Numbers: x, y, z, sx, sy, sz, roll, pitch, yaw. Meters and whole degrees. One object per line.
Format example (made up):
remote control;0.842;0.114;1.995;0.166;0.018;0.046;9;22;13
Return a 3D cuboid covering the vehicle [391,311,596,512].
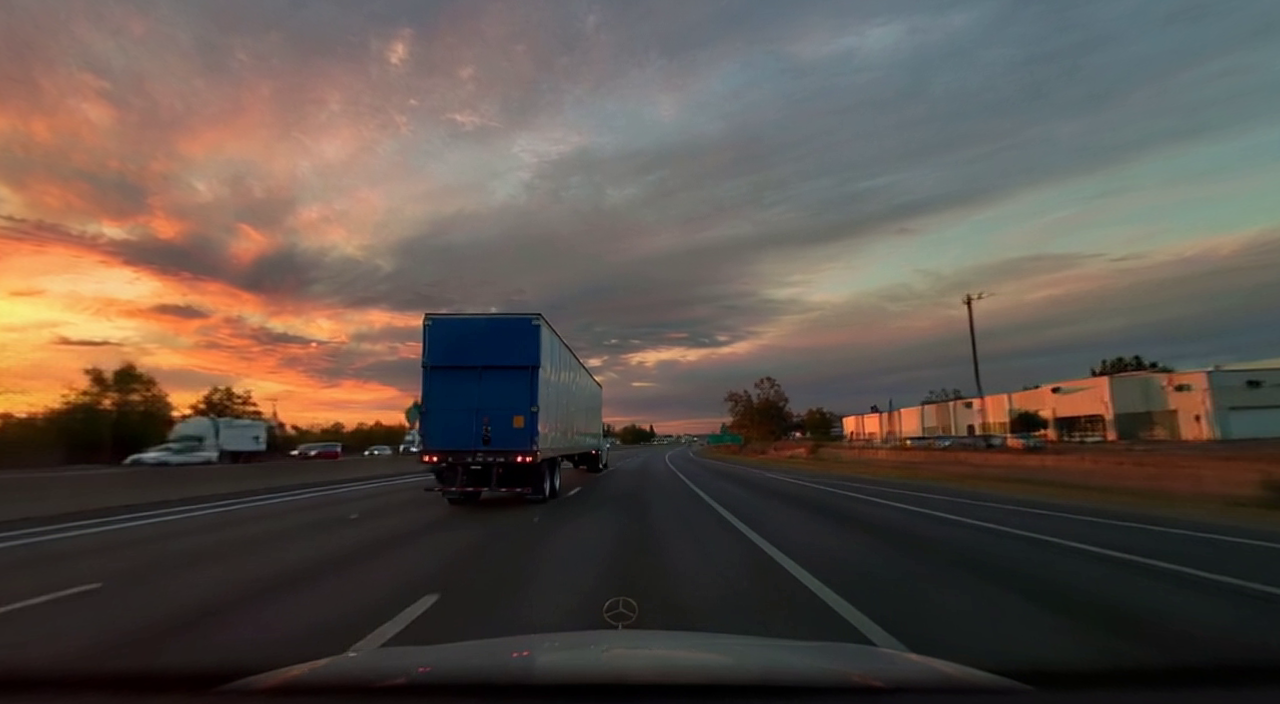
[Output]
vehicle;-3.536;2.363;21.078;2.939;4.132;16.303;0;-8;0

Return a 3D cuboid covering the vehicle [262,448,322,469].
vehicle;-27.348;8.355;49.817;1.911;1.505;4.787;0;-8;1

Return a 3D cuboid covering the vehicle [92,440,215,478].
vehicle;-27.841;6.107;36.495;2.253;1.970;6.015;0;-8;1
